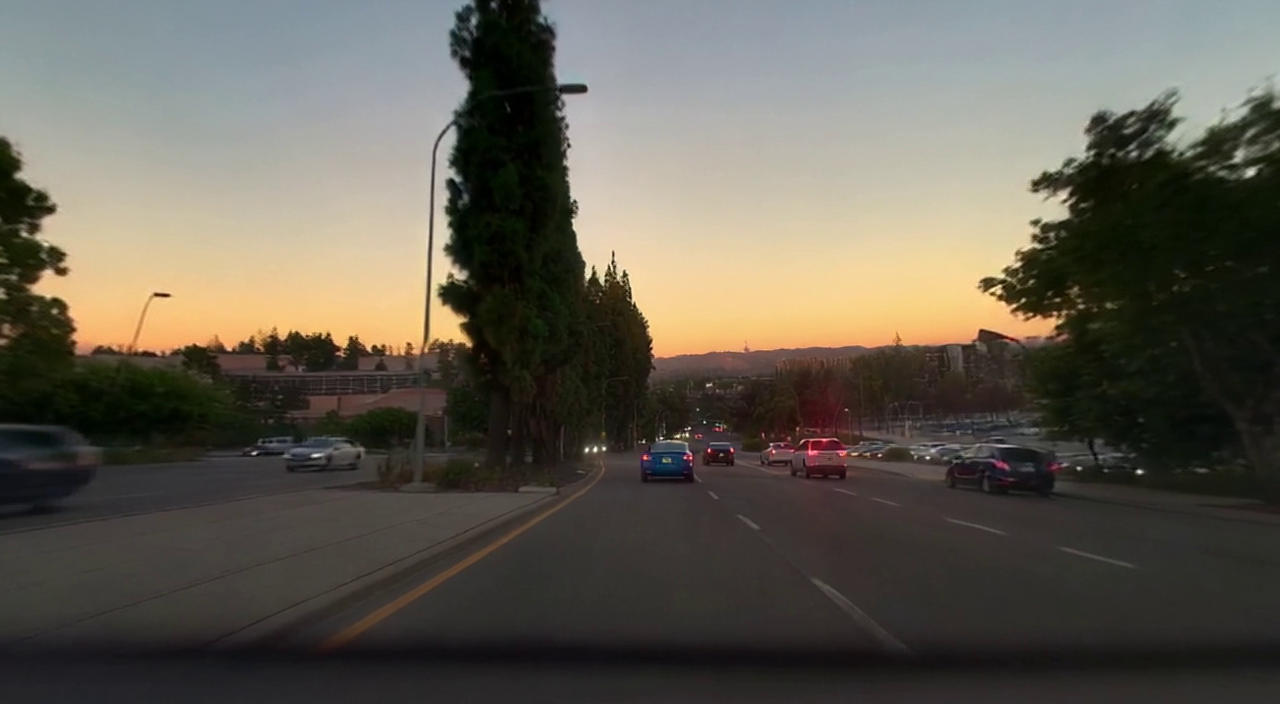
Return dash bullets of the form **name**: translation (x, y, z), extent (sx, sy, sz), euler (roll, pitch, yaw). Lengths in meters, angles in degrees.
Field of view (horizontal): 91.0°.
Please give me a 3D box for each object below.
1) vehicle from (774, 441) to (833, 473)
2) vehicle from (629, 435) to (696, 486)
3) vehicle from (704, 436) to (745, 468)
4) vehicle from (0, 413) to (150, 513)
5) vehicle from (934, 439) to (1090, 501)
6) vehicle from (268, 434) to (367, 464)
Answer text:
- **vehicle**: translation (8.279, 5.348, 32.320), extent (1.928, 1.488, 4.361), euler (0, -8, 1)
- **vehicle**: translation (0.753, 3.787, 22.242), extent (2.145, 1.603, 4.369), euler (0, -8, 1)
- **vehicle**: translation (5.015, 5.992, 37.765), extent (1.976, 1.796, 4.159), euler (0, -8, 2)
- **vehicle**: translation (-10.710, 1.813, 10.402), extent (1.938, 1.502, 4.209), euler (1, -8, -3)
- **vehicle**: translation (11.638, 3.693, 20.222), extent (2.106, 1.719, 4.830), euler (0, -8, 1)
- **vehicle**: translation (-13.613, 4.132, 26.904), extent (1.890, 1.132, 4.497), euler (0, -8, 0)
